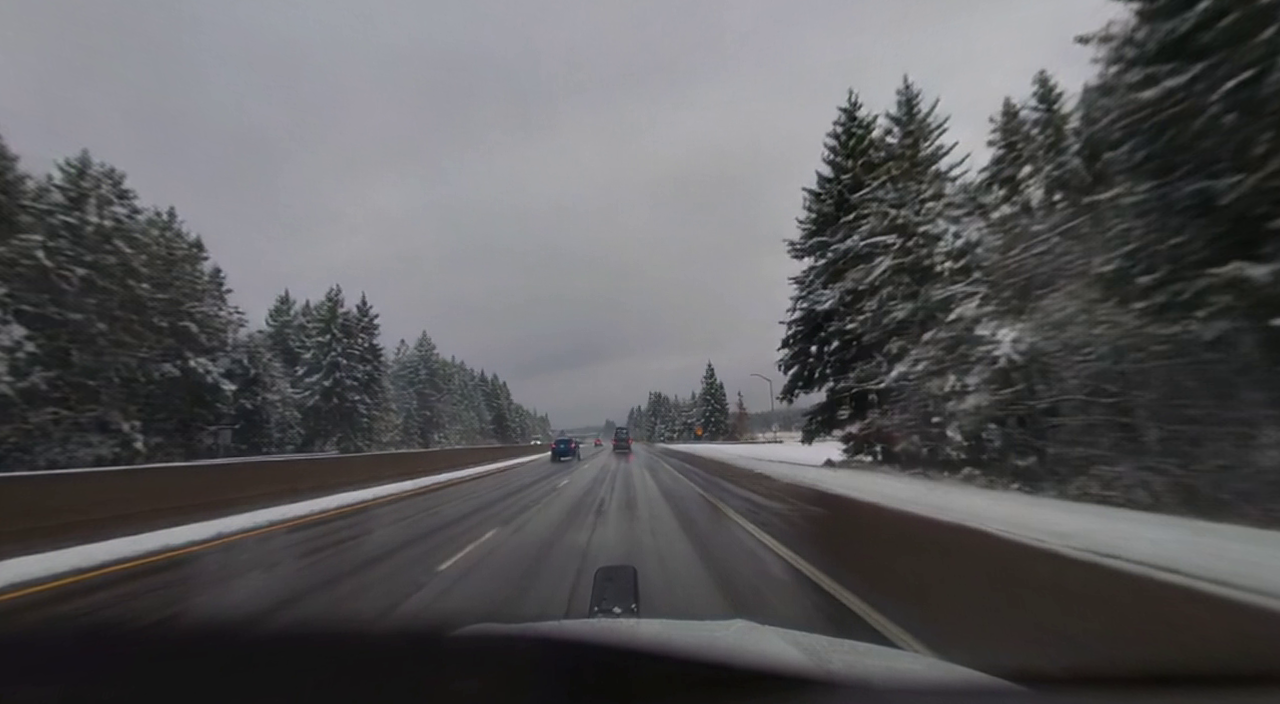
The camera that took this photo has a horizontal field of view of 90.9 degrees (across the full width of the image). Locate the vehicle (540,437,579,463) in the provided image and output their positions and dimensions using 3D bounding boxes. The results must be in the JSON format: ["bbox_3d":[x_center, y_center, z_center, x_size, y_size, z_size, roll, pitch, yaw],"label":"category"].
[{"bbox_3d":[-4.729,5.800,37.685,1.907,1.445,4.049,0,-8,-1],"label":"vehicle"}]

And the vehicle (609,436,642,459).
[{"bbox_3d":[-0.973,6.537,43.362,2.162,1.460,4.242,0,-8,-1],"label":"vehicle"}]
